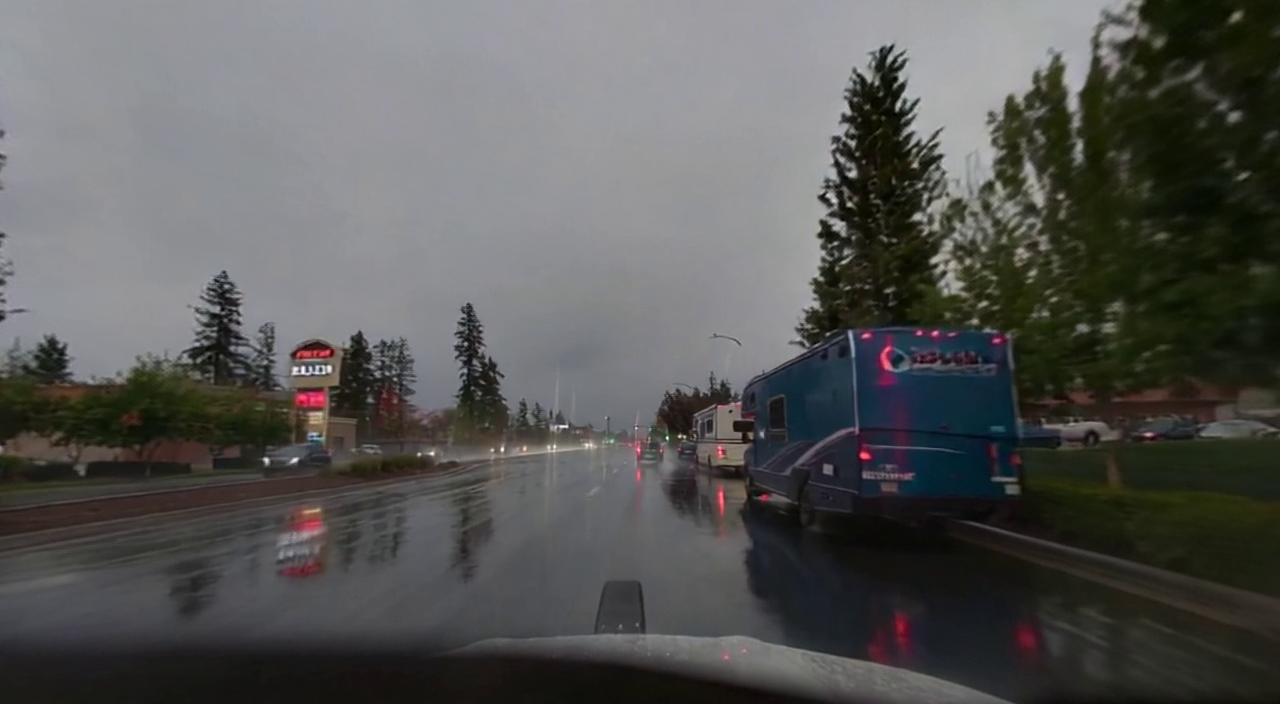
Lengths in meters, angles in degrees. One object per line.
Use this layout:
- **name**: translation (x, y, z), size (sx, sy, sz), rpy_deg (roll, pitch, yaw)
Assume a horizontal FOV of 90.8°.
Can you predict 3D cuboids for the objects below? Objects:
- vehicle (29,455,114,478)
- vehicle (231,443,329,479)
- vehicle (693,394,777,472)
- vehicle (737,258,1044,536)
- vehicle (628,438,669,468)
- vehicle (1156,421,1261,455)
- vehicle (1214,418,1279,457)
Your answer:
- **vehicle**: translation (-39.314, 7.918, 43.845), size (1.756, 1.470, 4.454), rpy_deg (0, -9, -1)
- **vehicle**: translation (-17.335, 5.253, 30.719), size (2.067, 1.578, 4.457), rpy_deg (0, -9, 1)
- **vehicle**: translation (4.321, 4.032, 30.592), size (2.924, 3.250, 7.780), rpy_deg (-1, -9, 1)
- **vehicle**: translation (4.111, 1.194, 13.094), size (2.896, 3.921, 8.415), rpy_deg (0, -9, 1)
- **vehicle**: translation (0.430, 5.527, 34.841), size (2.103, 1.506, 4.742), rpy_deg (0, -8, 0)
- **vehicle**: translation (26.163, 3.960, 29.059), size (4.362, 1.481, 1.766), rpy_deg (3, -9, -23)
- **vehicle**: translation (25.987, 3.537, 26.007), size (4.328, 1.475, 1.918), rpy_deg (4, -10, -27)
